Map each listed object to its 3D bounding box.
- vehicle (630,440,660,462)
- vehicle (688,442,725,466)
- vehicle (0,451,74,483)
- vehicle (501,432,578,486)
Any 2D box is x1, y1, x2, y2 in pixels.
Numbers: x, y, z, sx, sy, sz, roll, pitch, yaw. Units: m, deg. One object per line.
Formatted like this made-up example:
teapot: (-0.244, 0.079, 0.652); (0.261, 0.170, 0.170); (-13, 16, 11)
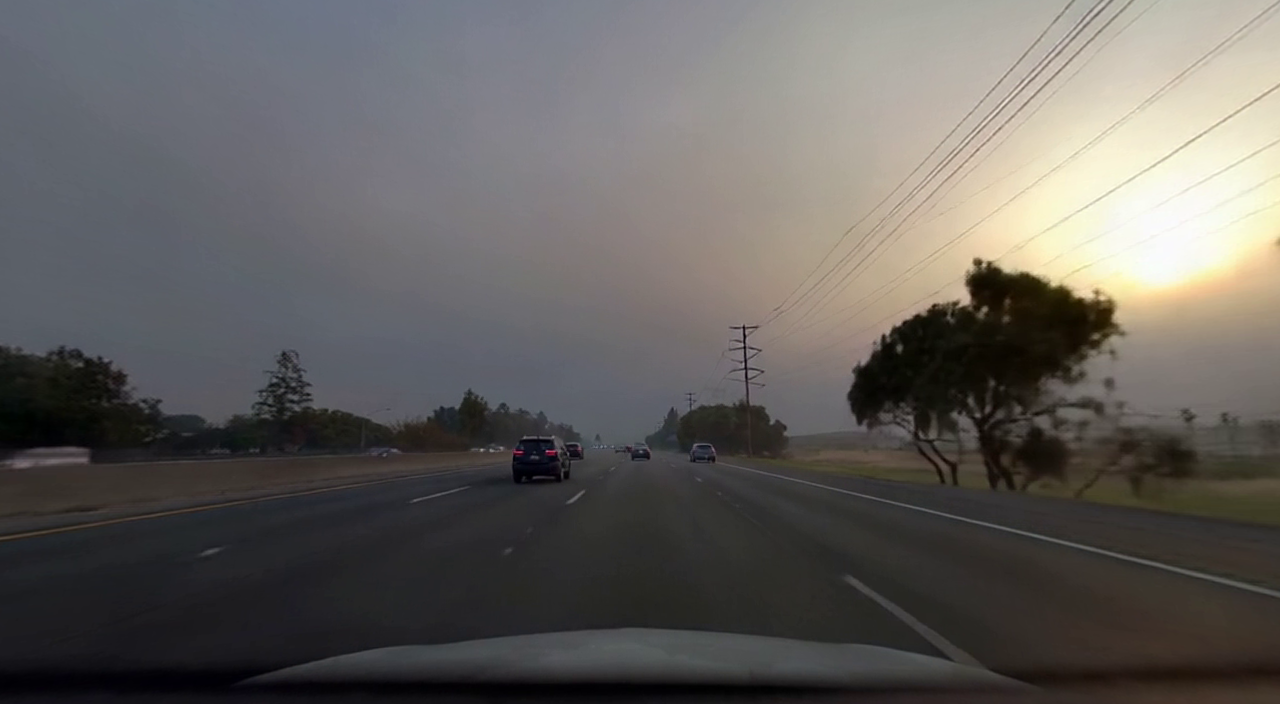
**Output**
vehicle: (0.384, 7.622, 48.595); (2.156, 1.647, 3.987); (0, -8, 1)
vehicle: (4.316, 6.683, 41.553); (1.964, 1.479, 4.252); (0, -8, -1)
vehicle: (-32.844, 6.008, 33.207); (1.834, 1.535, 4.572); (0, -8, 0)
vehicle: (-3.388, 3.702, 22.090); (1.961, 1.704, 4.052); (0, -8, 1)
